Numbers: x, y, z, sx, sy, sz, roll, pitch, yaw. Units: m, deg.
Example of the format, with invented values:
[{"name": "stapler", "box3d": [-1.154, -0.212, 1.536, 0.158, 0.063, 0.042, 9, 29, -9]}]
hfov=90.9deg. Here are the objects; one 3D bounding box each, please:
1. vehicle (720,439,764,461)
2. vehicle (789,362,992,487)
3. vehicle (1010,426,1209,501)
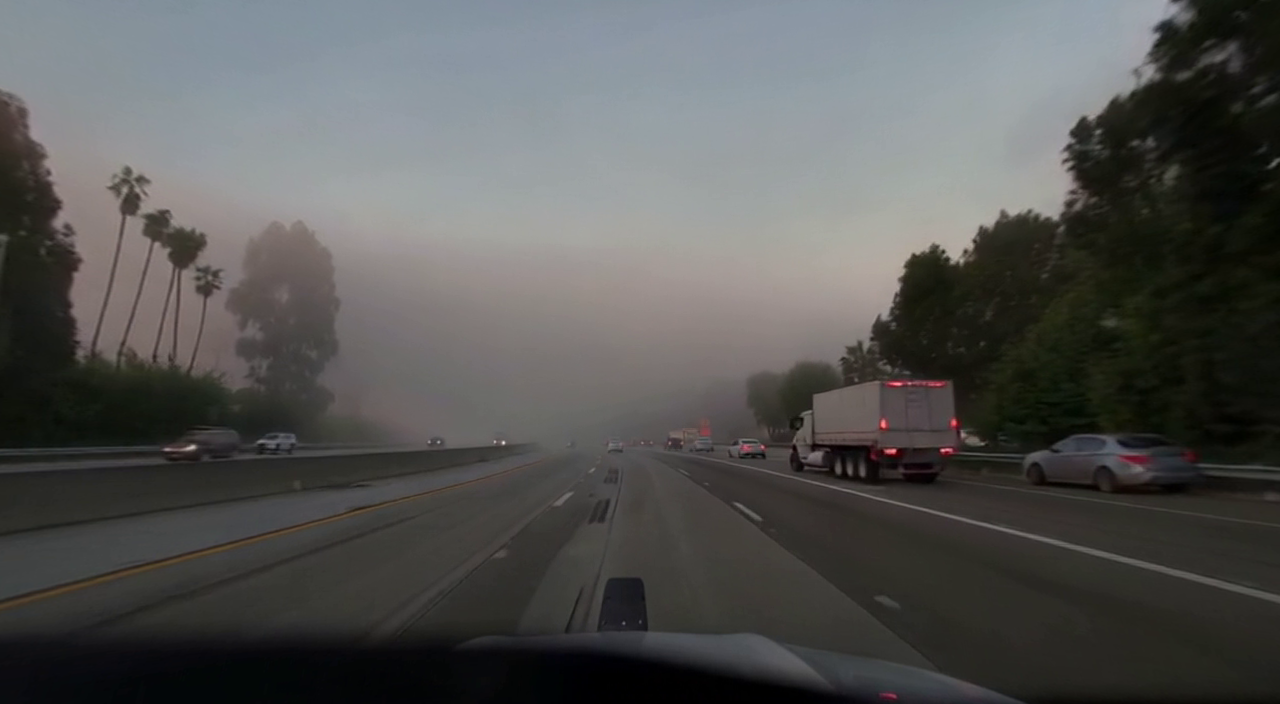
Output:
[{"name": "vehicle", "box3d": [7.261, 7.047, 45.495, 2.092, 1.478, 4.647, 0, -8, -4]}, {"name": "vehicle", "box3d": [8.152, 2.715, 22.553, 2.919, 3.482, 9.838, 0, -8, -2]}, {"name": "vehicle", "box3d": [12.945, 3.082, 17.873, 2.032, 1.827, 4.501, 0, -8, -2]}]
